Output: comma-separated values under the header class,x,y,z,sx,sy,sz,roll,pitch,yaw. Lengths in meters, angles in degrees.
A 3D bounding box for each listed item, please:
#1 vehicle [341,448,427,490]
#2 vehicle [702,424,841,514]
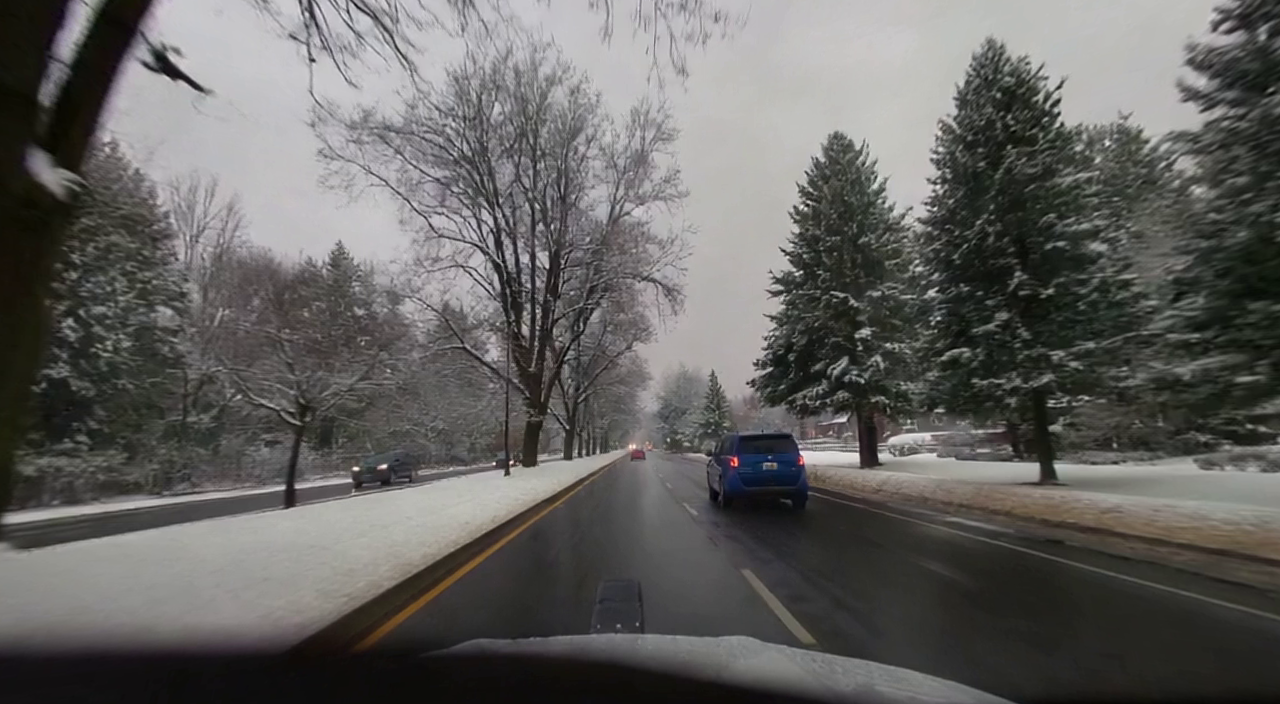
class,x,y,z,sx,sy,sz,roll,pitch,yaw
vehicle,-11.475,5.238,28.658,2.003,1.733,4.392,0,-9,1
vehicle,2.763,2.593,14.462,2.164,1.725,4.285,0,-9,-1
